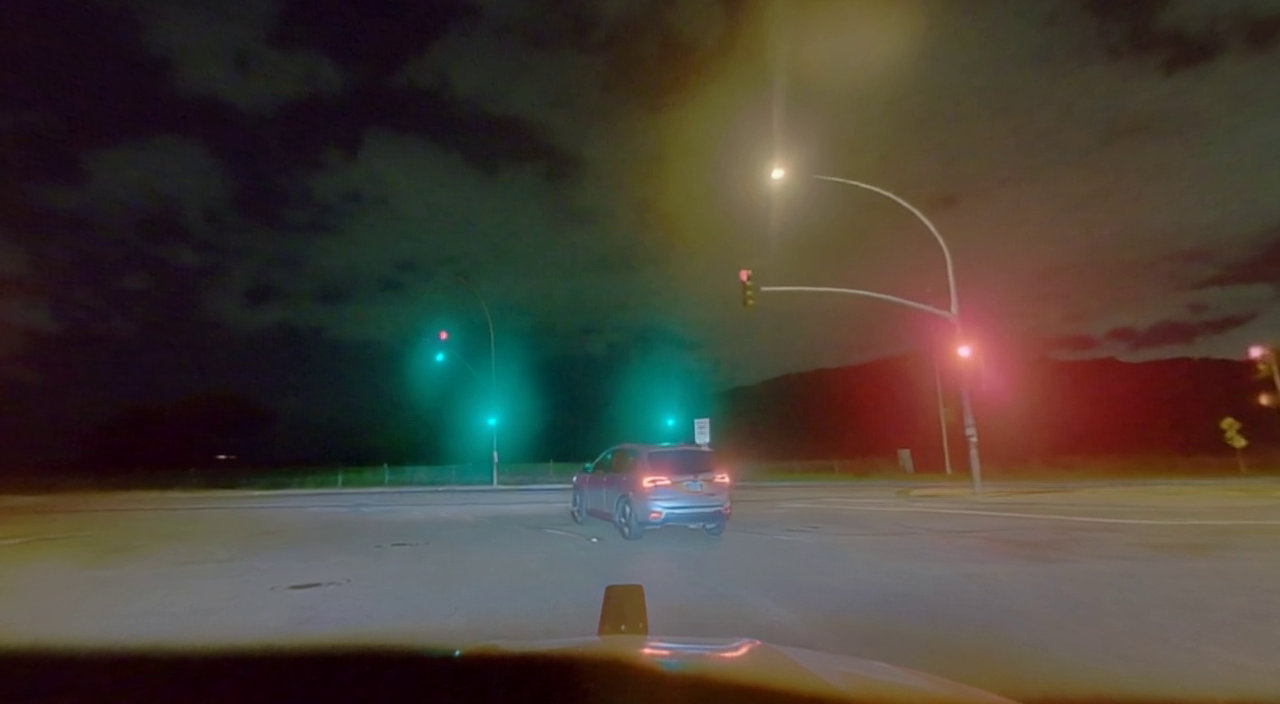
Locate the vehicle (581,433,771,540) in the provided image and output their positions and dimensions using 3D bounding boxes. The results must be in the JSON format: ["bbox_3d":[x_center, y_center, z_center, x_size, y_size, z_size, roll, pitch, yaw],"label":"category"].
[{"bbox_3d":[0.456,2.448,12.193,1.938,1.648,4.211,4,-9,-24],"label":"vehicle"}]
